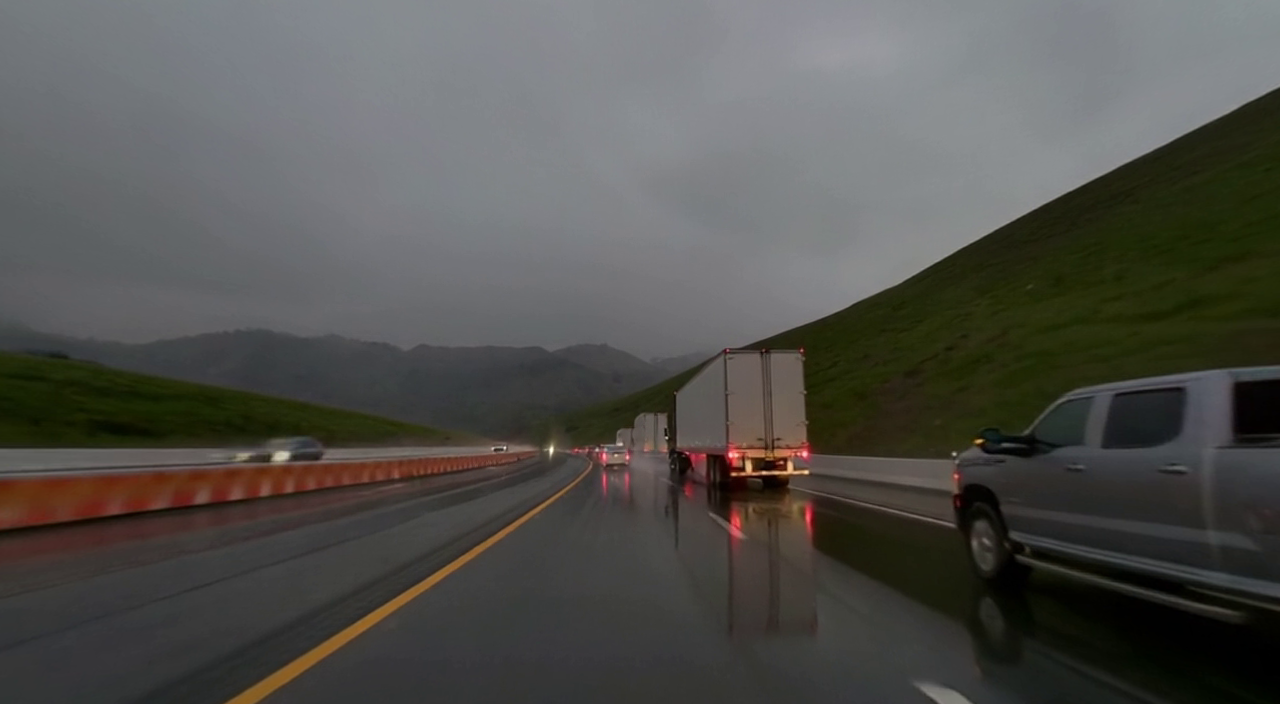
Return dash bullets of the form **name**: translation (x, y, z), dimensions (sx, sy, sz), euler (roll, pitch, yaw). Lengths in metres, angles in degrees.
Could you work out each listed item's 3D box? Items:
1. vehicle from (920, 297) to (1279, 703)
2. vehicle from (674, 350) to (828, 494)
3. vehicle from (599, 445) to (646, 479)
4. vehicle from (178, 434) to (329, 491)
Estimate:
- **vehicle**: translation (3.881, 0.877, 3.642), dimensions (2.034, 1.968, 5.221), euler (0, -9, -1)
- **vehicle**: translation (3.512, 3.097, 25.212), dimensions (2.911, 4.099, 14.578), euler (0, -9, -3)
- **vehicle**: translation (-0.840, 4.999, 28.781), dimensions (2.029, 1.437, 3.794), euler (0, -9, -3)
- **vehicle**: translation (-11.141, 3.228, 18.630), dimensions (1.803, 1.471, 4.299), euler (0, -9, -1)
